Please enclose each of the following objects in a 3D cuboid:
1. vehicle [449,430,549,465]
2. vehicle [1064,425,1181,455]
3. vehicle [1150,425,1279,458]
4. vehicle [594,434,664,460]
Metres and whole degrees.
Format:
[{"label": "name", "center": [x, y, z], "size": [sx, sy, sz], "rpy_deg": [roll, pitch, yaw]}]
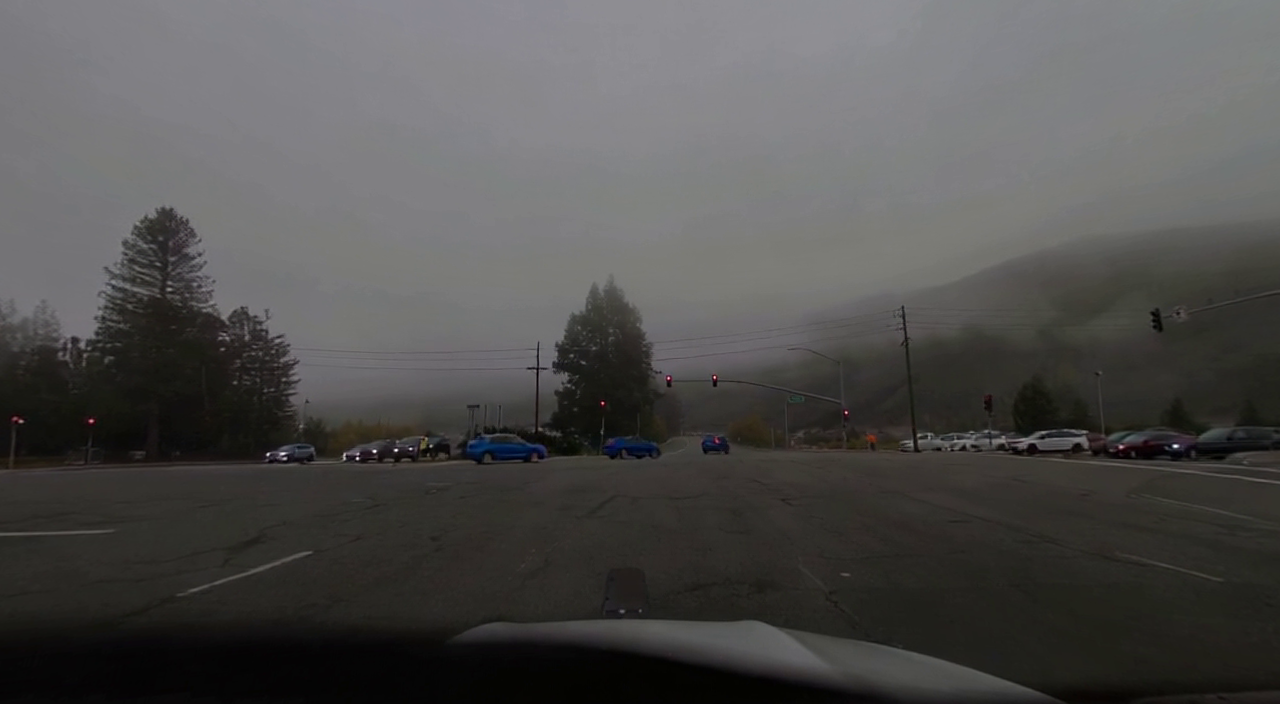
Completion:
[{"label": "vehicle", "center": [-7.551, 5.139, 34.050], "size": [4.812, 1.735, 2.105], "rpy_deg": [5, -10, -29]}, {"label": "vehicle", "center": [28.325, 5.197, 37.182], "size": [5.100, 1.680, 2.055], "rpy_deg": [0, -8, 1]}, {"label": "vehicle", "center": [27.301, 4.237, 29.781], "size": [4.778, 1.495, 1.959], "rpy_deg": [0, -8, 0]}, {"label": "vehicle", "center": [-0.683, 6.075, 40.440], "size": [4.218, 1.542, 2.044], "rpy_deg": [8, -12, -44]}]
